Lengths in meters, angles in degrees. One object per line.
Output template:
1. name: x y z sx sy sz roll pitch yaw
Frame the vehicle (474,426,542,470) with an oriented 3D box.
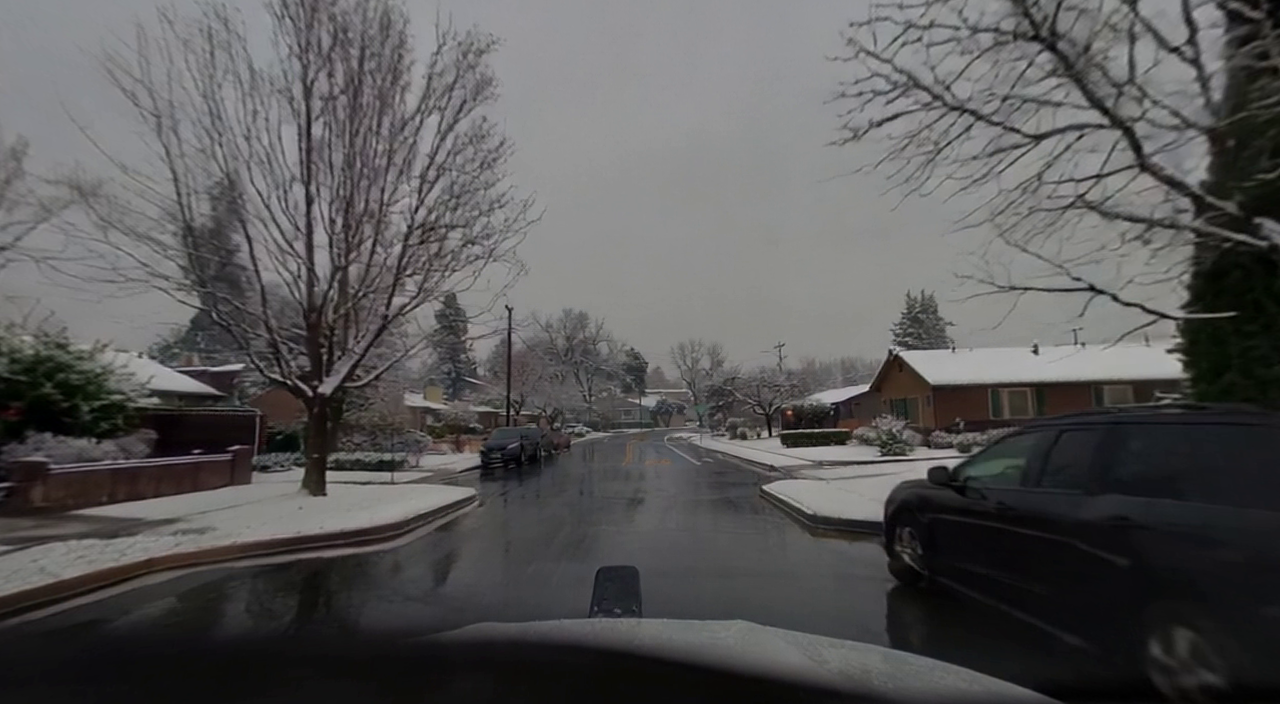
1. vehicle: -5.704 4.183 27.705 2.147 1.780 4.165 0 -8 -1

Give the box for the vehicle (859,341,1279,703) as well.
1. vehicle: 3.287 0.979 3.828 2.073 1.619 4.574 0 -8 -3
